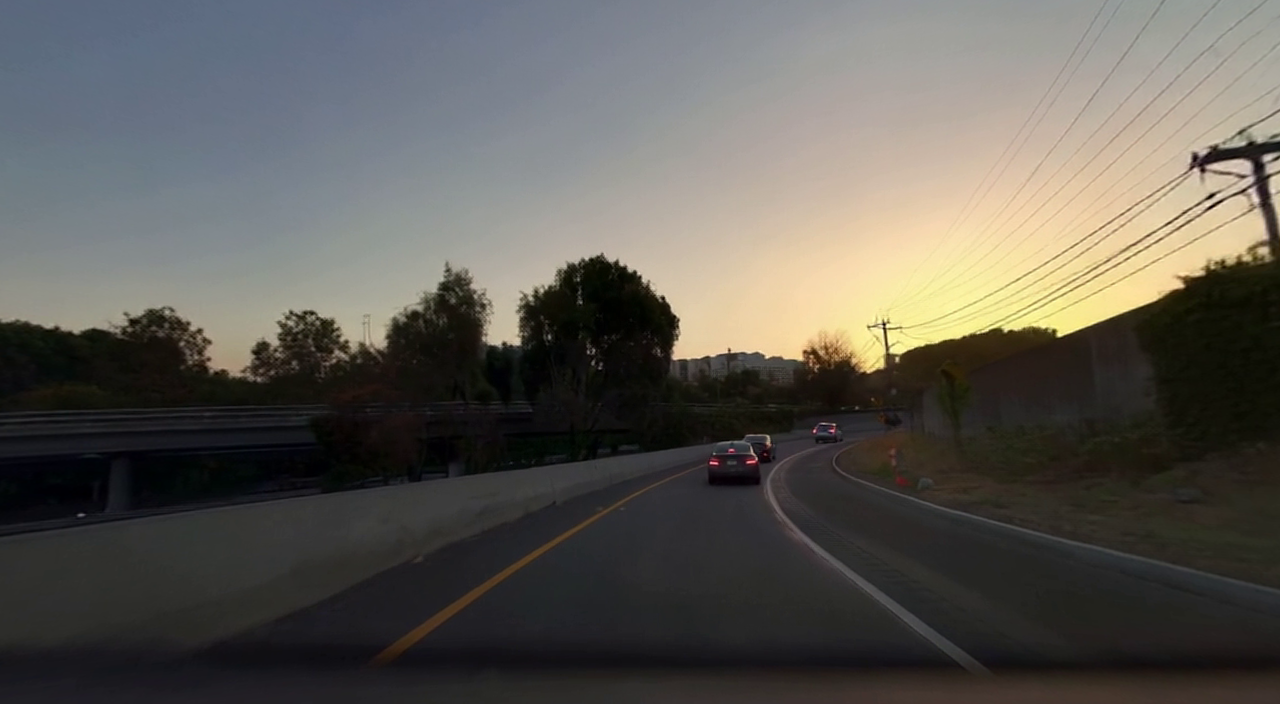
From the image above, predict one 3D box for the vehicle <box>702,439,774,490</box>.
[{"bbox_3d":[3.254,3.637,20.733,2.091,1.482,4.321,-2,-9,10],"label":"vehicle"}]
